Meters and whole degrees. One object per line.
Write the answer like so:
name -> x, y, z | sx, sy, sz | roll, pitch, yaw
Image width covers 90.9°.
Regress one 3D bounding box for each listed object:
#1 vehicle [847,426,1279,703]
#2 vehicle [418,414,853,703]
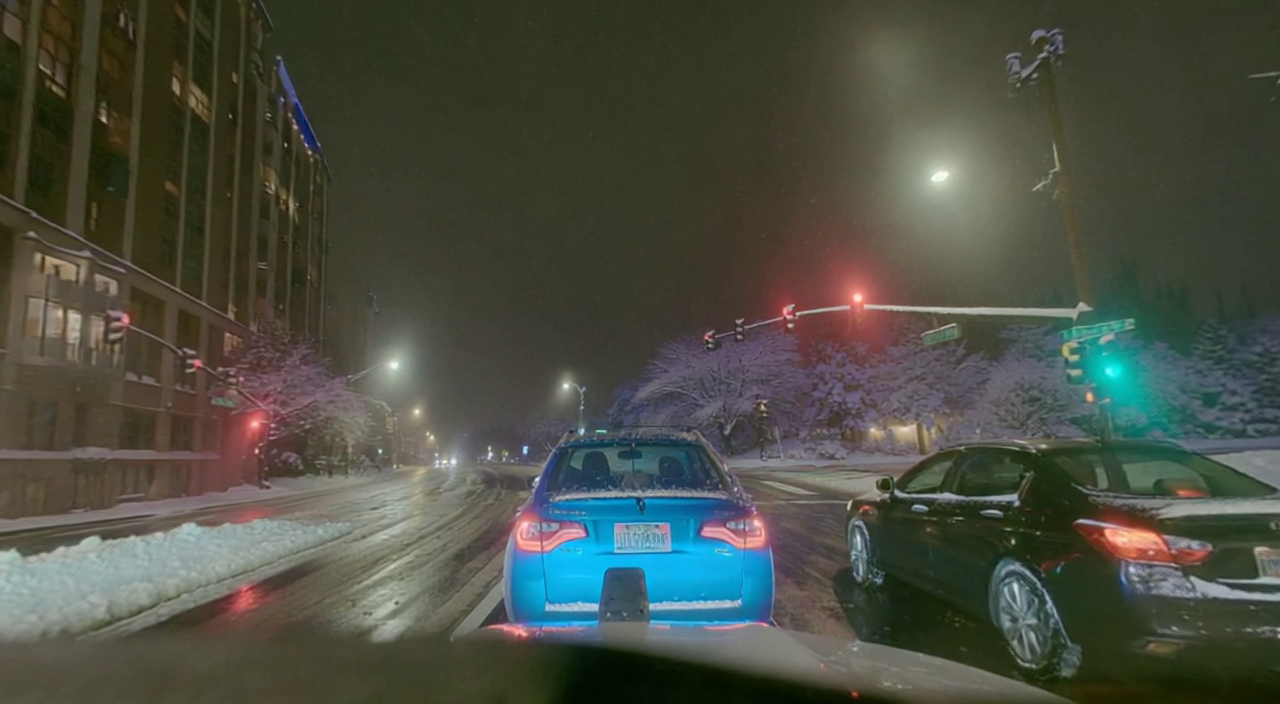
vehicle -> 3.342, 1.377, 5.080 | 1.860, 1.430, 4.089 | 0, -8, -1
vehicle -> -0.054, 1.351, 5.148 | 2.094, 1.481, 4.078 | 0, -8, -1
